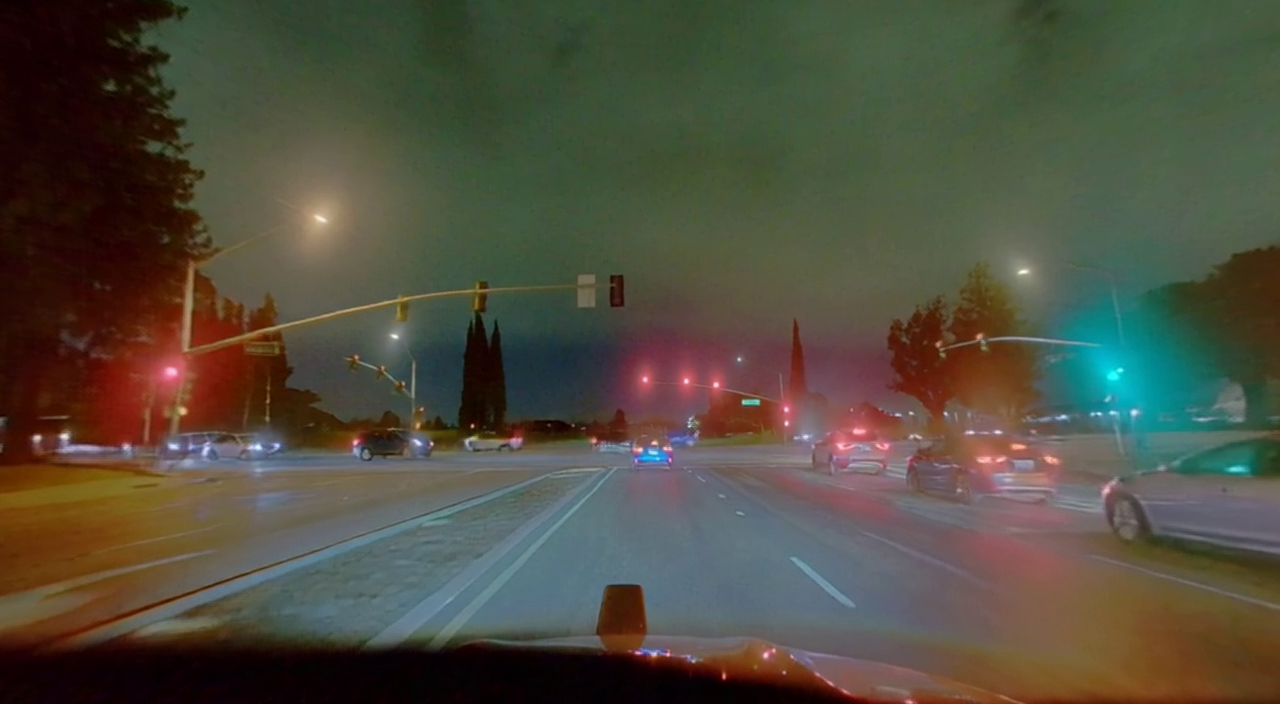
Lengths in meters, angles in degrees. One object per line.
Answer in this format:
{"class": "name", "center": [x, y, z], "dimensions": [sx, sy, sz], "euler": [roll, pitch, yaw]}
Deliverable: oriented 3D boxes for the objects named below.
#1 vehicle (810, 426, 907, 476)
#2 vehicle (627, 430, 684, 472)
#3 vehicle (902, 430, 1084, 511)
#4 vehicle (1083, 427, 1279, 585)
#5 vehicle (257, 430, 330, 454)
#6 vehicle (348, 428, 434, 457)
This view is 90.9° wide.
{"class": "vehicle", "center": [7.598, 3.499, 22.385], "dimensions": [1.901, 1.577, 4.348], "euler": [0, -8, 1]}
{"class": "vehicle", "center": [0.558, 3.872, 24.818], "dimensions": [2.041, 1.485, 3.813], "euler": [0, -8, 0]}
{"class": "vehicle", "center": [7.325, 2.464, 13.595], "dimensions": [1.726, 1.467, 3.793], "euler": [0, -8, 0]}
{"class": "vehicle", "center": [7.043, 1.494, 6.251], "dimensions": [1.947, 1.478, 4.731], "euler": [-1, -8, 1]}
{"class": "vehicle", "center": [-26.582, 6.927, 48.430], "dimensions": [4.450, 1.684, 1.894], "euler": [-1, -9, -2]}
{"class": "vehicle", "center": [-16.210, 5.922, 41.206], "dimensions": [4.786, 1.803, 1.967], "euler": [-1, -8, 3]}
